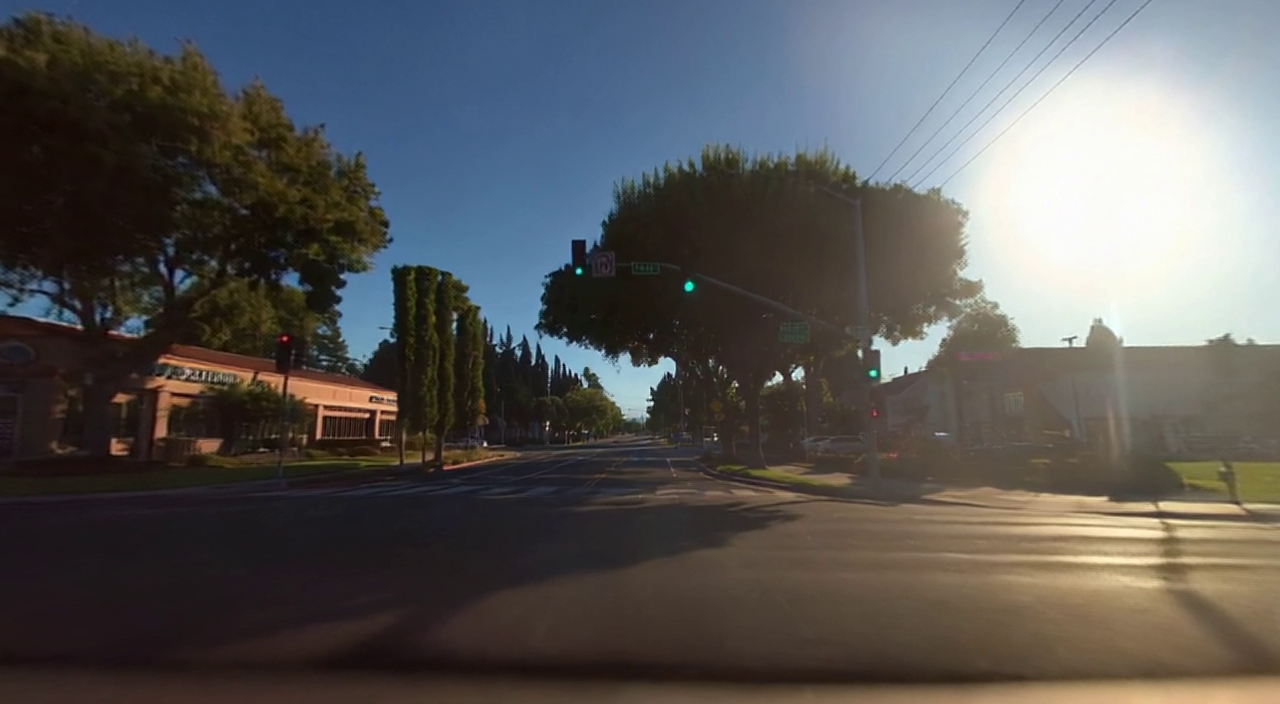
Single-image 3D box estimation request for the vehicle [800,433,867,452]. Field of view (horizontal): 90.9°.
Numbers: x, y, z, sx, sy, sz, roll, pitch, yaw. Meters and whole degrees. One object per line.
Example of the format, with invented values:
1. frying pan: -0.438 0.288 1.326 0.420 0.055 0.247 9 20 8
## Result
1. vehicle: 15.186 7.116 49.635 4.693 1.437 1.799 0 -8 3
